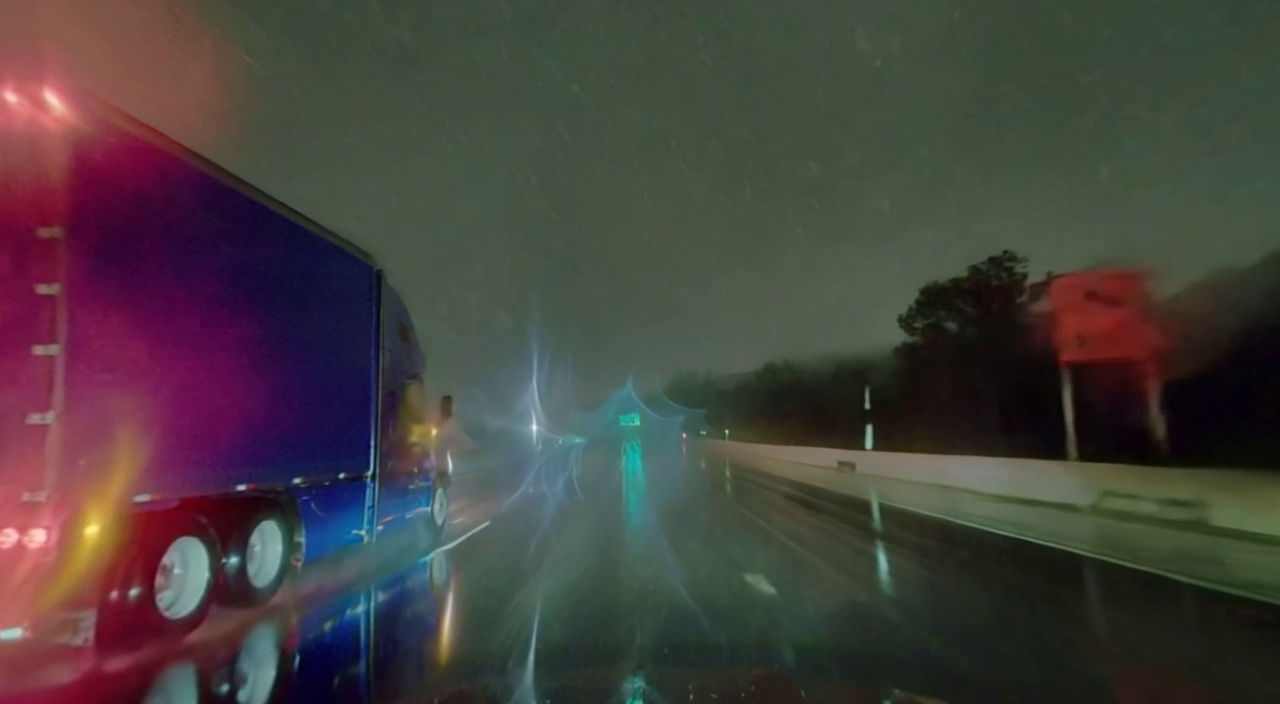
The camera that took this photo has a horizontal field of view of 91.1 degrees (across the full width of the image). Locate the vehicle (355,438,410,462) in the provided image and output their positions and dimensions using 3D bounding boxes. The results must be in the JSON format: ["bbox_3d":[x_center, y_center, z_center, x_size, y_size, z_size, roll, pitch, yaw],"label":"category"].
[{"bbox_3d":[-17.456,6.633,42.873,1.902,1.512,4.474,0,-8,-1],"label":"vehicle"}]
